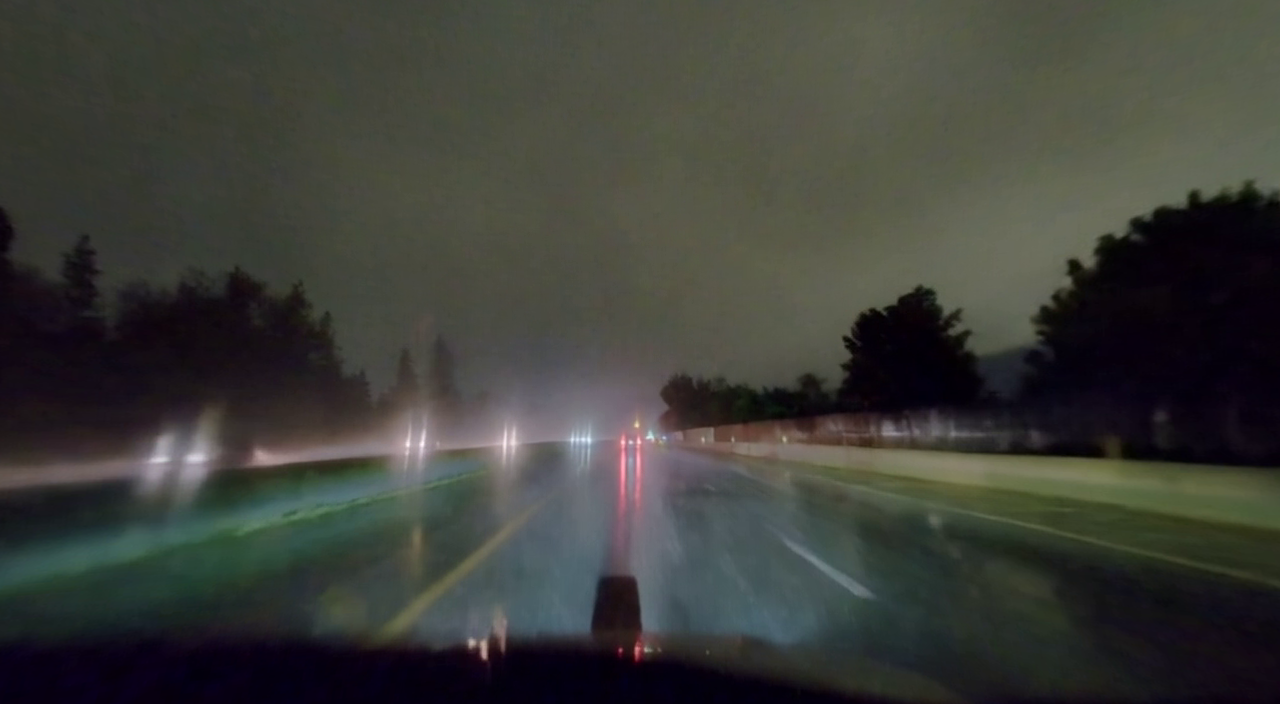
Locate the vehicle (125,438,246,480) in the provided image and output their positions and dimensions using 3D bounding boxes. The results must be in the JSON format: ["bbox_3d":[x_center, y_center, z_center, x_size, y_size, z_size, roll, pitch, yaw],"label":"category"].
[{"bbox_3d":[-17.105,4.002,23.968,1.832,1.438,3.798,0,-8,-2],"label":"vehicle"}]
